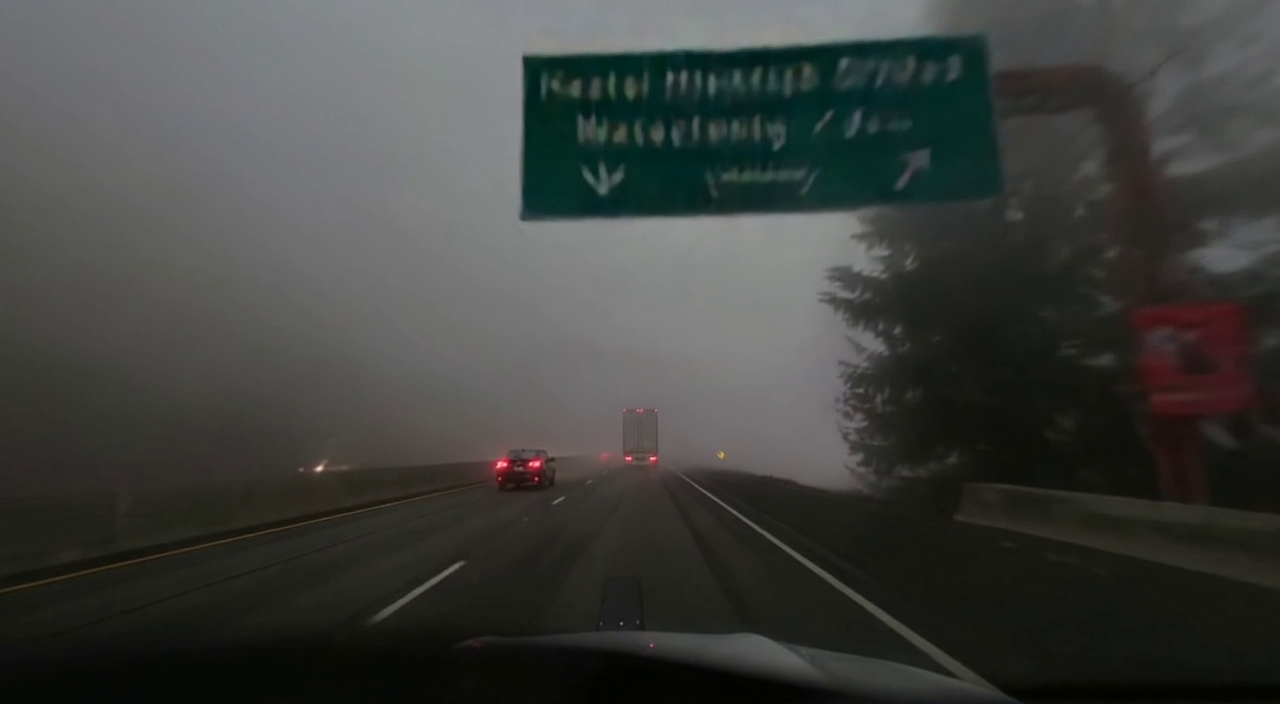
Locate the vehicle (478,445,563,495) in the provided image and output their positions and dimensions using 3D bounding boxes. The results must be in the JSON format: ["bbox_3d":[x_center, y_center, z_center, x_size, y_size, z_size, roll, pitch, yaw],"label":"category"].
[{"bbox_3d":[-4.029,4.052,22.062,2.053,1.523,4.450,0,-9,0],"label":"vehicle"}]

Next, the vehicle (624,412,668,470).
[{"bbox_3d":[0.266,6.560,46.099,2.864,3.805,9.500,0,-9,-1],"label":"vehicle"}]
